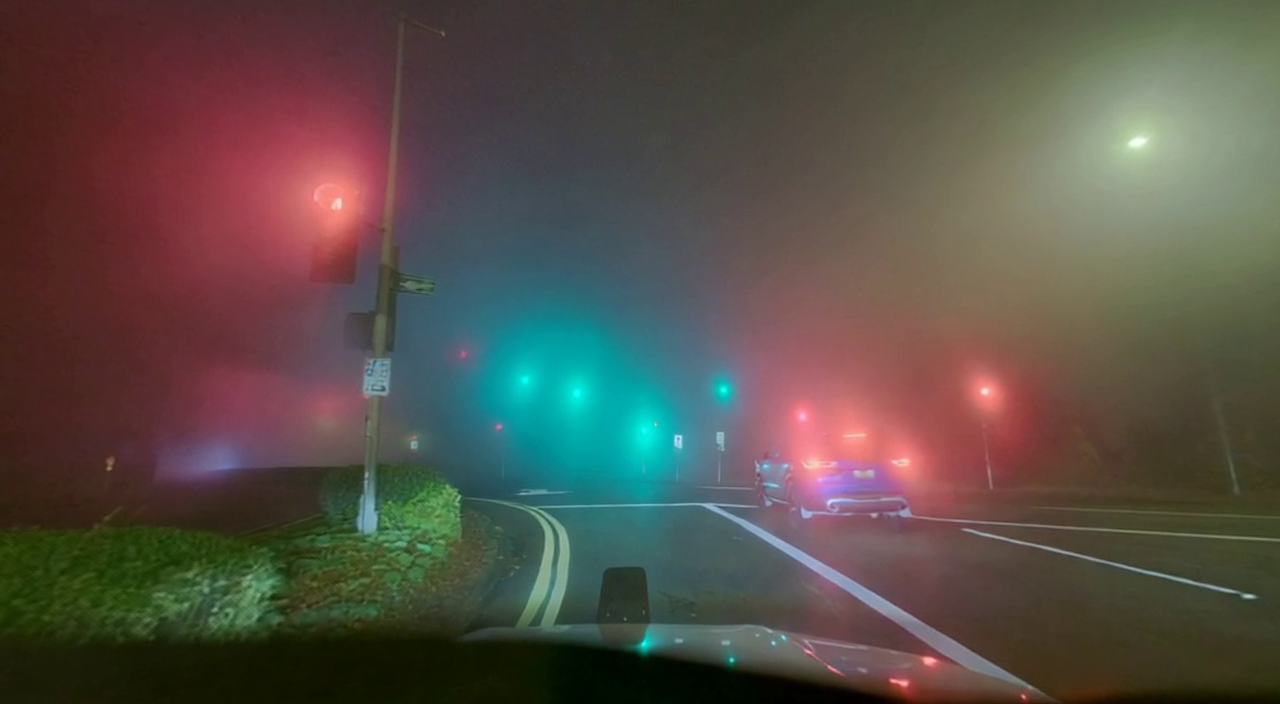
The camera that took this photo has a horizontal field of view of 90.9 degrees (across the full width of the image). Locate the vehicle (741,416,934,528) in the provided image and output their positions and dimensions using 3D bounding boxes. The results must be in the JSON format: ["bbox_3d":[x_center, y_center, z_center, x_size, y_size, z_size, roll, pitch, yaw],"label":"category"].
[{"bbox_3d":[3.614,2.323,12.772,2.284,1.788,4.871,0,-9,-1],"label":"vehicle"}]
